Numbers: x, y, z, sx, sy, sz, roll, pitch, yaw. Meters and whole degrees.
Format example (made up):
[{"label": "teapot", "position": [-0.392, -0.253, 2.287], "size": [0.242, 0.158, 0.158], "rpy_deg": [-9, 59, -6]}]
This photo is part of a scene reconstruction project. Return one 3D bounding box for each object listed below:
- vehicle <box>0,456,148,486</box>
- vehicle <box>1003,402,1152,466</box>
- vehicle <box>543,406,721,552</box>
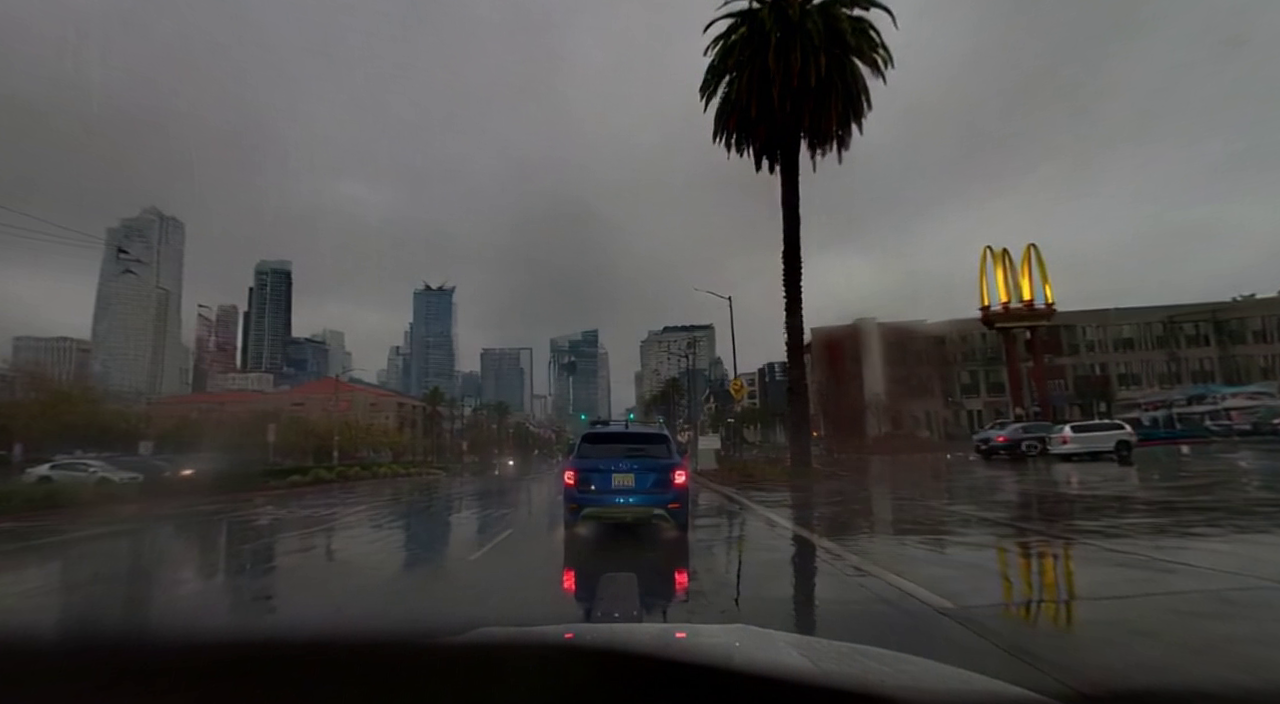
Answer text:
[{"label": "vehicle", "position": [-28.325, 5.949, 31.866], "size": [5.154, 1.343, 1.943], "rpy_deg": [4, -10, -25]}, {"label": "vehicle", "position": [16.088, 3.057, 23.122], "size": [6.060, 2.047, 2.490], "rpy_deg": [6, -11, -36]}, {"label": "vehicle", "position": [-0.140, 1.892, 9.963], "size": [2.234, 1.818, 3.869], "rpy_deg": [0, -9, -1]}]
